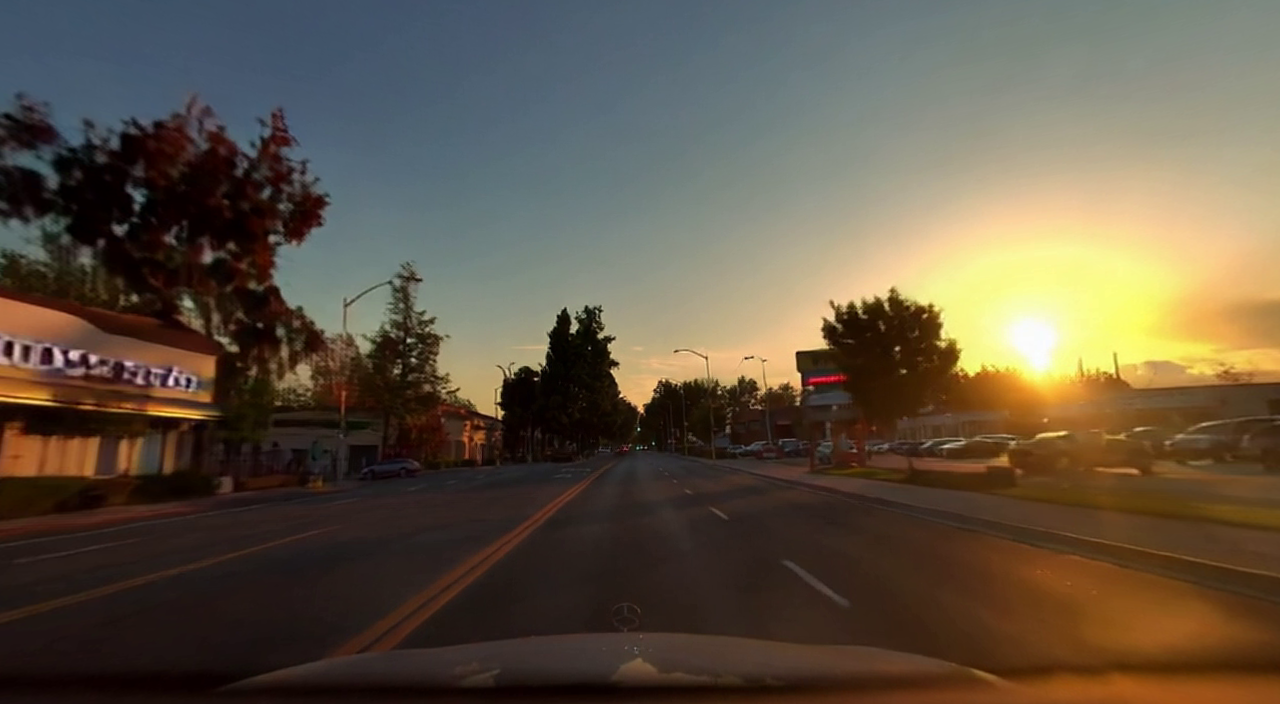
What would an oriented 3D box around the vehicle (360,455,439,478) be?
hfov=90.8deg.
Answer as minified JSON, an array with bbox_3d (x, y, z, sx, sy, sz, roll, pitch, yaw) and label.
[{"bbox_3d":[-17.067,8.158,45.005,4.752,1.523,2.123,0,-8,-2],"label":"vehicle"}]

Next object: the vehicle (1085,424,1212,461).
[{"bbox_3d":[28.190,5.058,35.373,2.194,1.889,5.745,0,-8,-1],"label":"vehicle"}]

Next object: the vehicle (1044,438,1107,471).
[{"bbox_3d":[21.163,4.978,30.869,1.901,1.461,4.482,-5,-9,27],"label":"vehicle"}]

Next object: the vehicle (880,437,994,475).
[{"bbox_3d":[15.969,5.618,34.188,4.914,1.540,2.200,-6,-8,1],"label":"vehicle"}]

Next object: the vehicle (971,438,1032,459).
[{"bbox_3d":[26.554,7.086,46.601,1.867,1.434,4.485,0,-8,0],"label":"vehicle"}]
